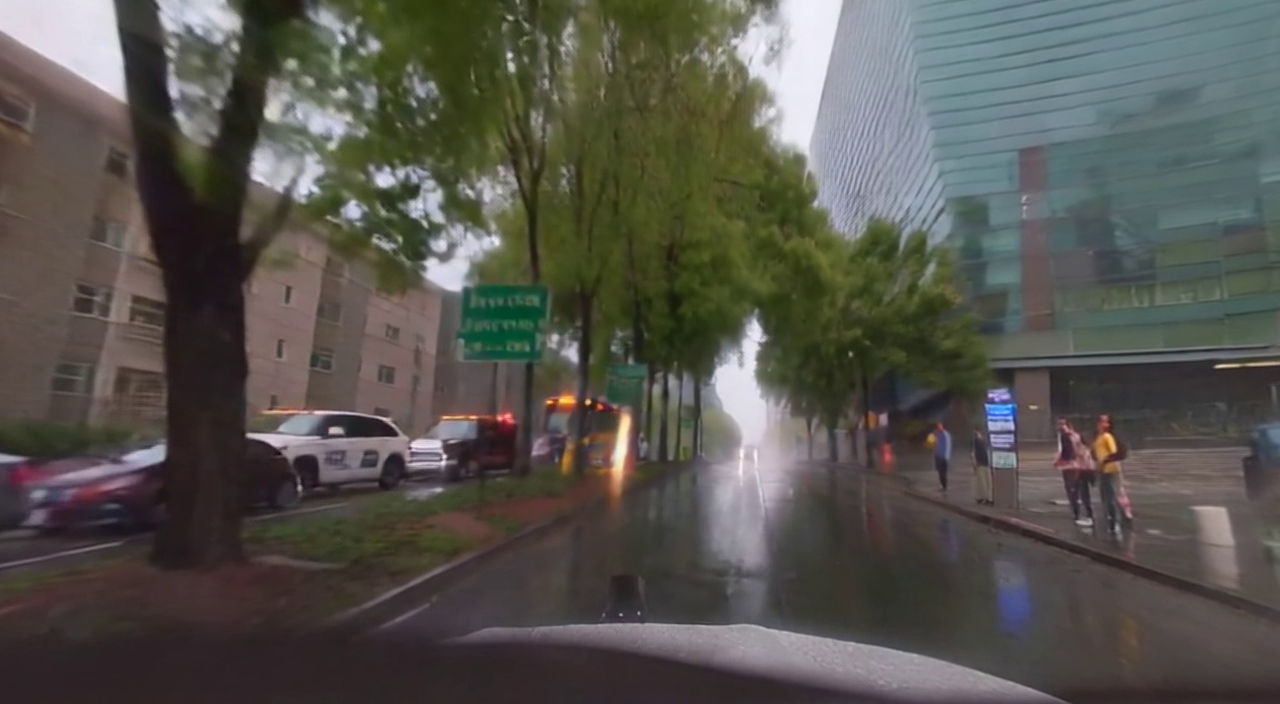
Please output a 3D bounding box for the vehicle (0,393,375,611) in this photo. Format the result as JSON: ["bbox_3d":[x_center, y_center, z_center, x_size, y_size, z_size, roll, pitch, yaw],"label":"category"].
[{"bbox_3d":[-4.980,1.366,6.614,1.826,1.488,4.628,-2,-8,9],"label":"vehicle"}]

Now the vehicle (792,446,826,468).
[{"bbox_3d":[12.926,8.018,48.409,1.888,1.536,4.381,-1,-8,7],"label":"vehicle"}]

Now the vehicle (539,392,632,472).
[{"bbox_3d":[-1.913,3.158,24.543,2.268,2.708,5.699,-1,-8,9],"label":"vehicle"}]

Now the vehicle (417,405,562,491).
[{"bbox_3d":[-3.613,2.455,16.283,1.988,1.855,4.599,-1,-8,9],"label":"vehicle"}]
